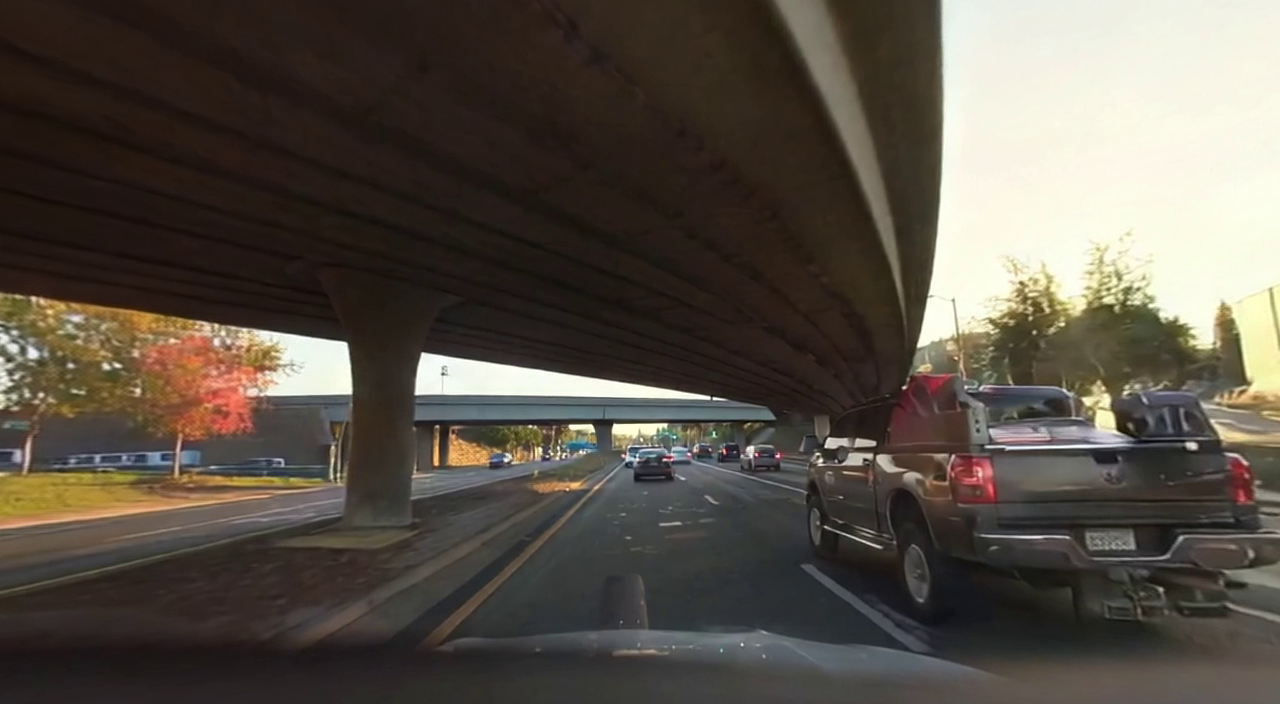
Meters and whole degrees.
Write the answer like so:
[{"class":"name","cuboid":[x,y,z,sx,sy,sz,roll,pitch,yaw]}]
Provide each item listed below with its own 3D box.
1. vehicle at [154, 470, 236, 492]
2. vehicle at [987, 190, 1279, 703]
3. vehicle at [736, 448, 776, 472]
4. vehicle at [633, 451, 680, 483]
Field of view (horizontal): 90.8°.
[{"class":"vehicle","cuboid":[-32.219,9.328,45.819,4.407,1.431,2.025,-1,-8,2]},{"class":"vehicle","cuboid":[3.488,0.500,1.401,2.588,2.321,4.927,0,-9,0]},{"class":"vehicle","cuboid":[7.672,7.184,42.130,1.890,1.478,4.093,0,-9,0]},{"class":"vehicle","cuboid":[0.716,5.248,29.066,2.027,1.341,3.775,0,-9,0]}]
